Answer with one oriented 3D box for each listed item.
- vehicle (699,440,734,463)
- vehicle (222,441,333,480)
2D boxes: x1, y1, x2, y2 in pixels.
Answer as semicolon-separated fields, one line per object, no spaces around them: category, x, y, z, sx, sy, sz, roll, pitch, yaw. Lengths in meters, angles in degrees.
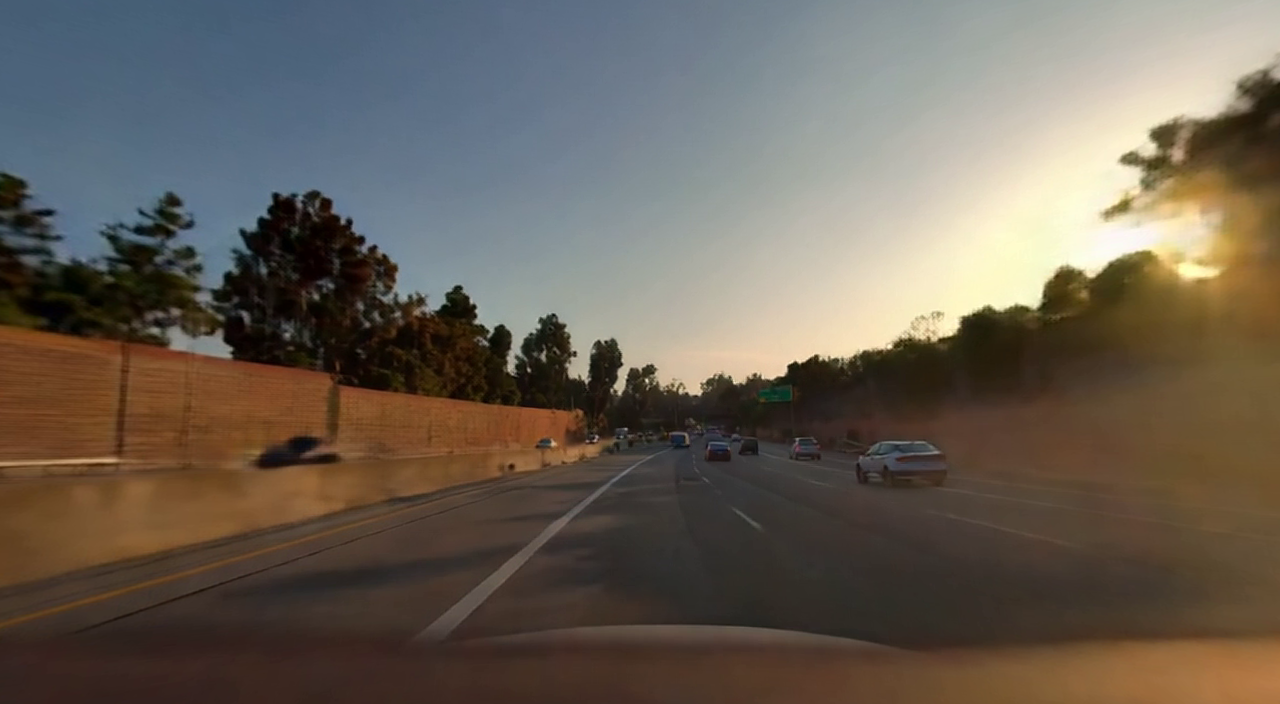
vehicle;5.119;6.720;42.609;1.926;1.477;4.080;0;-8;2
vehicle;-15.398;4.628;27.149;1.914;1.506;4.614;-1;-8;2
